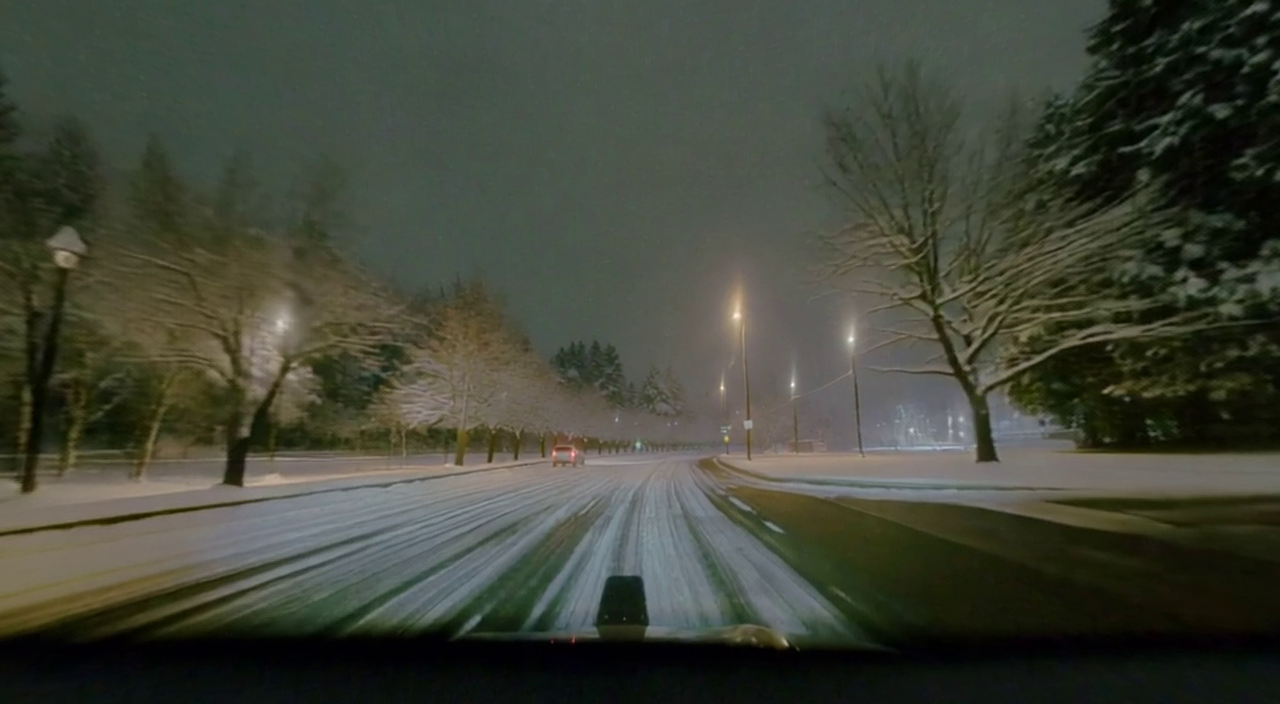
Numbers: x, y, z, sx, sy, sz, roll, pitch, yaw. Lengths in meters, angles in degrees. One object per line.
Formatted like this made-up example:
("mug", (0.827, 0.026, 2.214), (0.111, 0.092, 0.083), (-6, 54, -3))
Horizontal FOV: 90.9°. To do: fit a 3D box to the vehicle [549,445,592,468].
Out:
("vehicle", (-4.514, 6.892, 41.866), (1.945, 1.461, 4.605), (-1, -9, 5))
